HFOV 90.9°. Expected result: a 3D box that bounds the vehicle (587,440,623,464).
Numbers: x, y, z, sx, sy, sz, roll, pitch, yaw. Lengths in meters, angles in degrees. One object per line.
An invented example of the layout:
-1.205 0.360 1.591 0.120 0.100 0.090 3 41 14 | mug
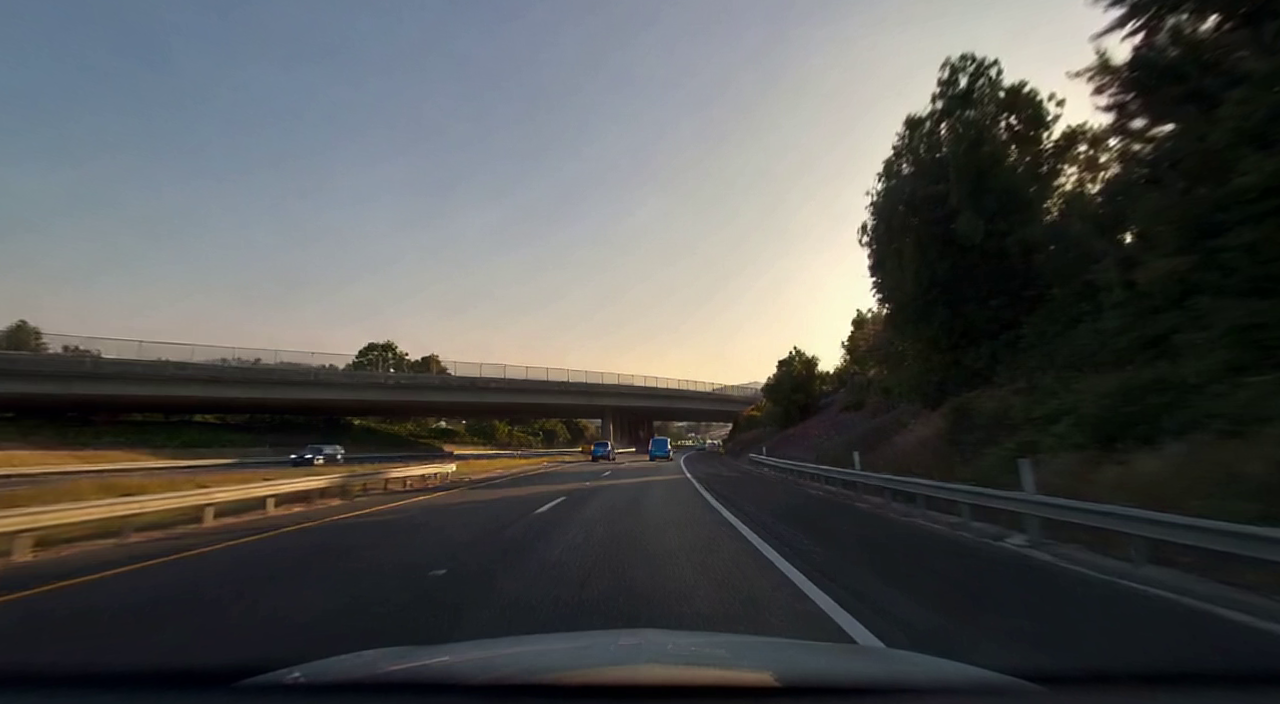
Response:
-2.448 7.109 44.925 2.040 1.553 4.199 -1 -8 4 | vehicle
